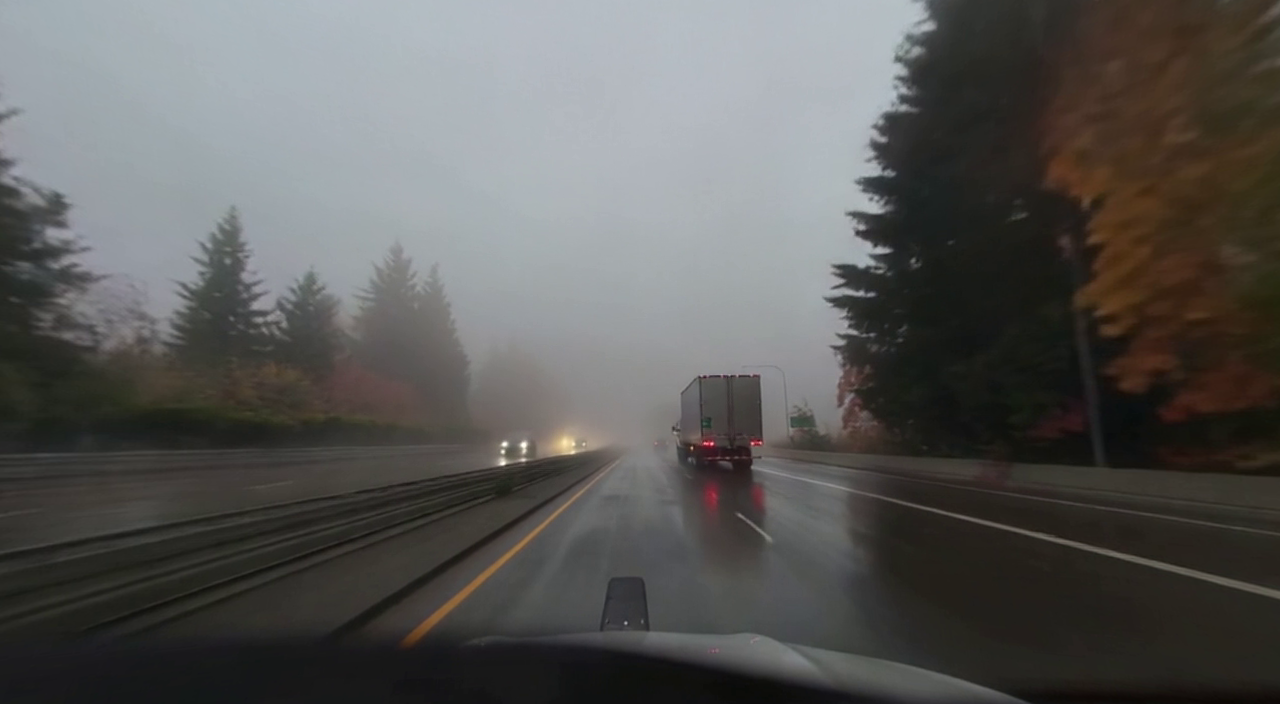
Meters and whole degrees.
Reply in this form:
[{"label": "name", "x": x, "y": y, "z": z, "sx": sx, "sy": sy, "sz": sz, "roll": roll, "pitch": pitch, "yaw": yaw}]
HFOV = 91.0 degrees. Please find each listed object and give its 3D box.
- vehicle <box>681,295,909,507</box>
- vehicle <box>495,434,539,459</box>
[{"label": "vehicle", "x": 3.557, "y": 1.947, "z": 19.755, "sx": 3.691, "sy": 4.331, "sz": 13.909, "roll": 0, "pitch": -8, "yaw": 0}, {"label": "vehicle", "x": -8.246, "y": 6.401, "z": 42.620, "sx": 1.986, "sy": 1.541, "sz": 4.670, "roll": 0, "pitch": -8, "yaw": 1}]
